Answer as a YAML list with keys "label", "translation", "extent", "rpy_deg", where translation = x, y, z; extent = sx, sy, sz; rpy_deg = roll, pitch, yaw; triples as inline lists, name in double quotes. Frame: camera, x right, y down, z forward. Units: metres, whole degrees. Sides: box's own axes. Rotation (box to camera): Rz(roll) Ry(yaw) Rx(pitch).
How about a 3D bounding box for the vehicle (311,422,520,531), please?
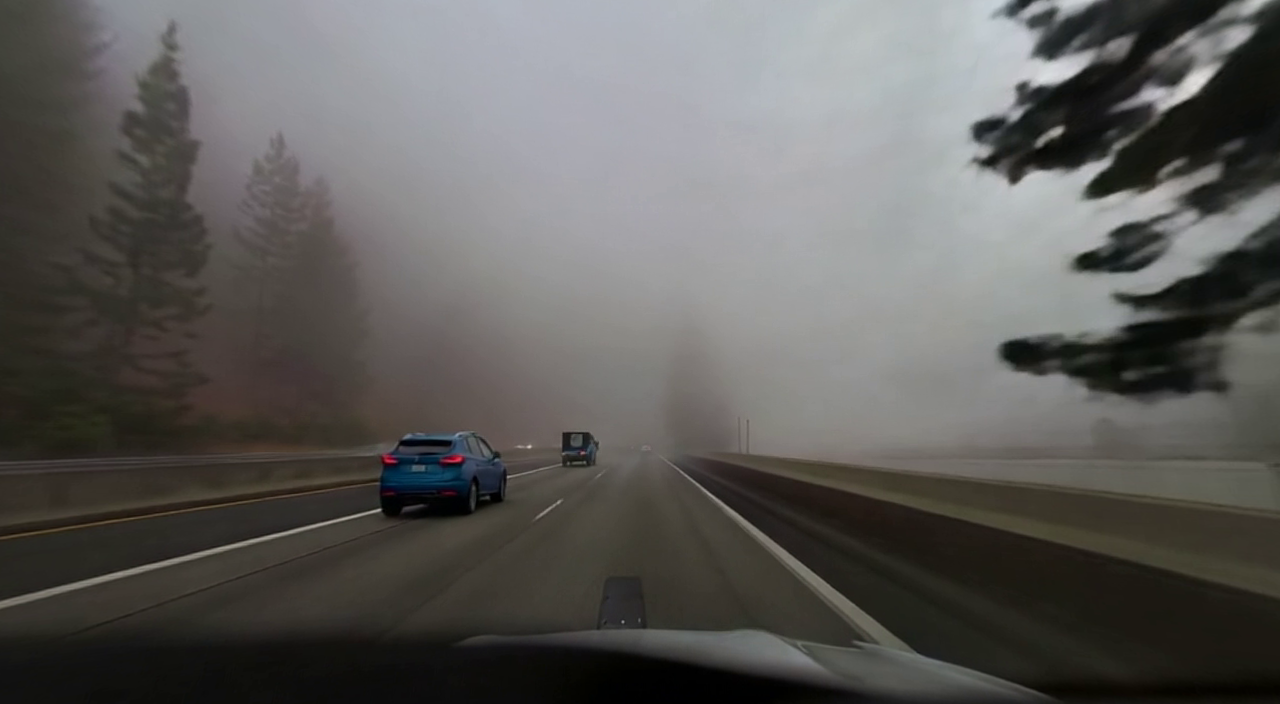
- label: "vehicle"
  translation: [-3.770, 2.180, 11.656]
  extent: [2.053, 1.589, 4.671]
  rpy_deg: [0, -8, 1]

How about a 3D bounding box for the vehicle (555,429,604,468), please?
- label: "vehicle"
  translation: [-3.431, 5.620, 36.601]
  extent: [2.241, 2.095, 4.985]
  rpy_deg: [0, -8, 1]
